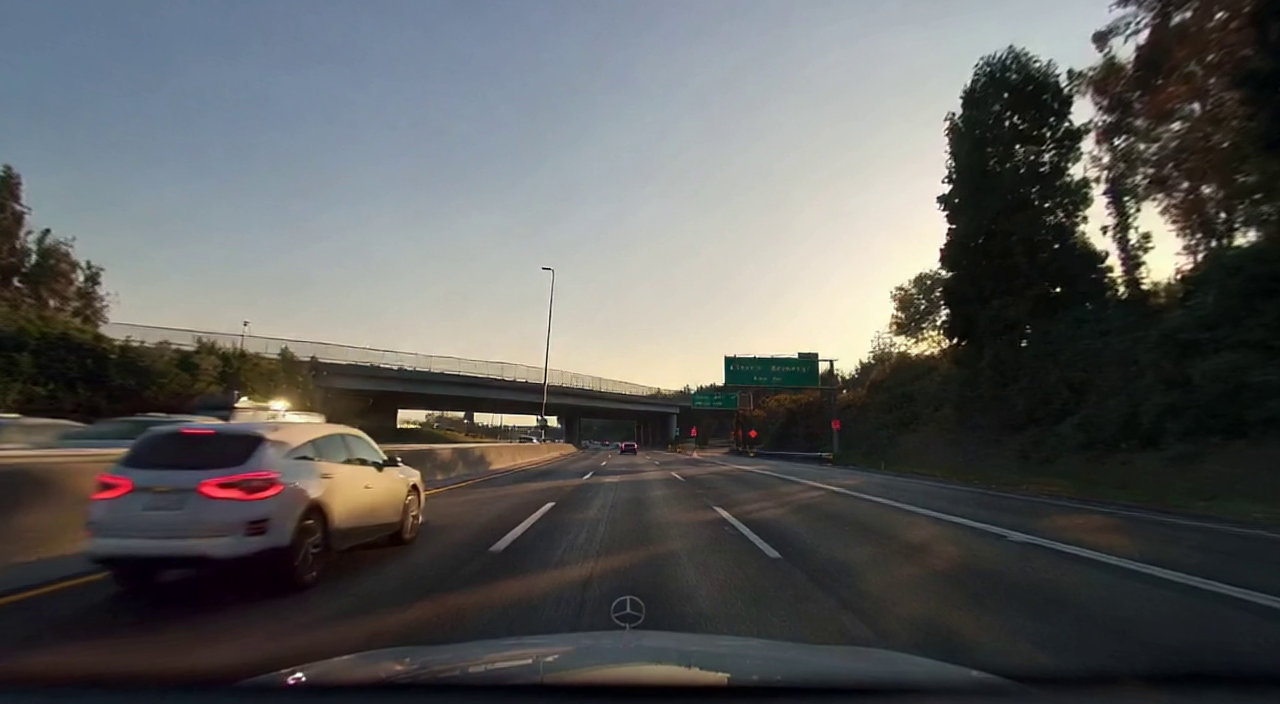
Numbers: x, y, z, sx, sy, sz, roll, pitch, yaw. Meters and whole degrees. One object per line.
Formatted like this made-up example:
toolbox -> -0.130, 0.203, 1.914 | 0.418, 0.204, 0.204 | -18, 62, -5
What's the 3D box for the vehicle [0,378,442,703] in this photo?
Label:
vehicle -> -3.582, 1.271, 5.165 | 2.160, 1.608, 5.012 | 0, -8, 1
